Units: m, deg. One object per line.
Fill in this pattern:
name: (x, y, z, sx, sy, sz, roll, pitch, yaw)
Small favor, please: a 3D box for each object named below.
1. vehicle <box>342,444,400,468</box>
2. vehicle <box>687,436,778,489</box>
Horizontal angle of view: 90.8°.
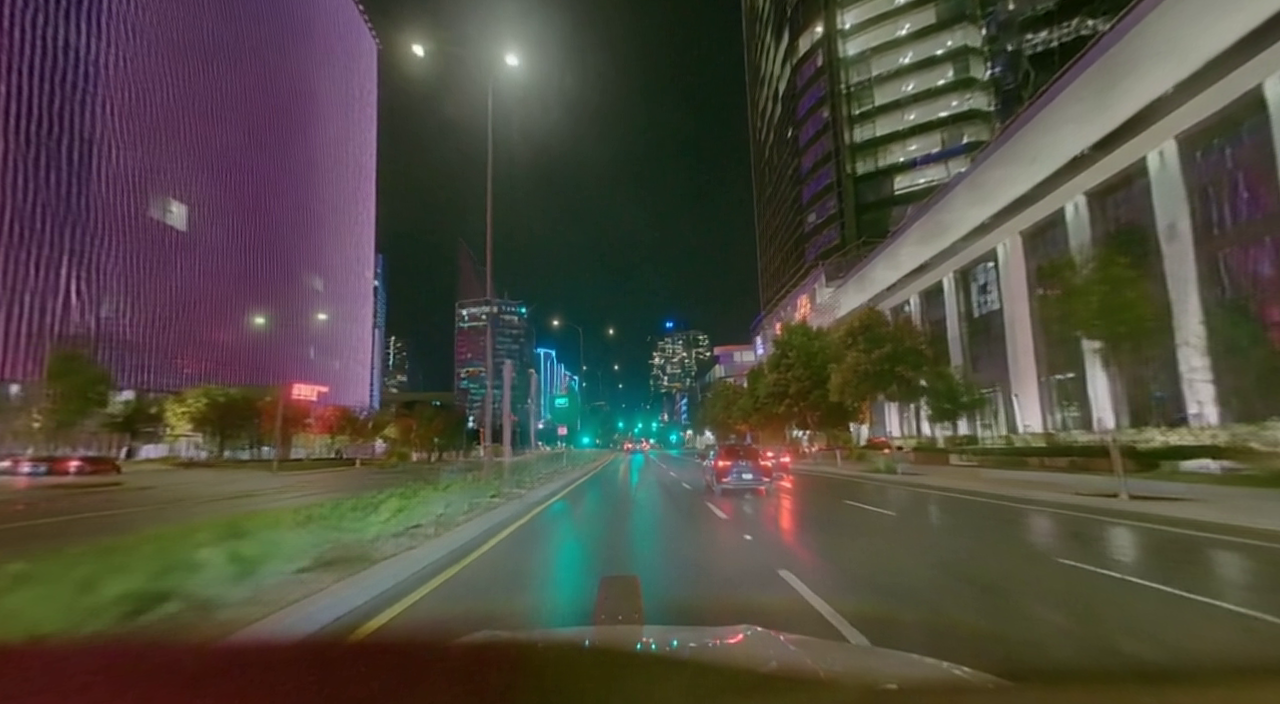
vehicle: (-19.690, 7.599, 46.481, 1.977, 1.687, 4.909, 0, -8, 1)
vehicle: (2.798, 3.465, 20.205, 2.131, 1.491, 4.496, 0, -8, -1)
